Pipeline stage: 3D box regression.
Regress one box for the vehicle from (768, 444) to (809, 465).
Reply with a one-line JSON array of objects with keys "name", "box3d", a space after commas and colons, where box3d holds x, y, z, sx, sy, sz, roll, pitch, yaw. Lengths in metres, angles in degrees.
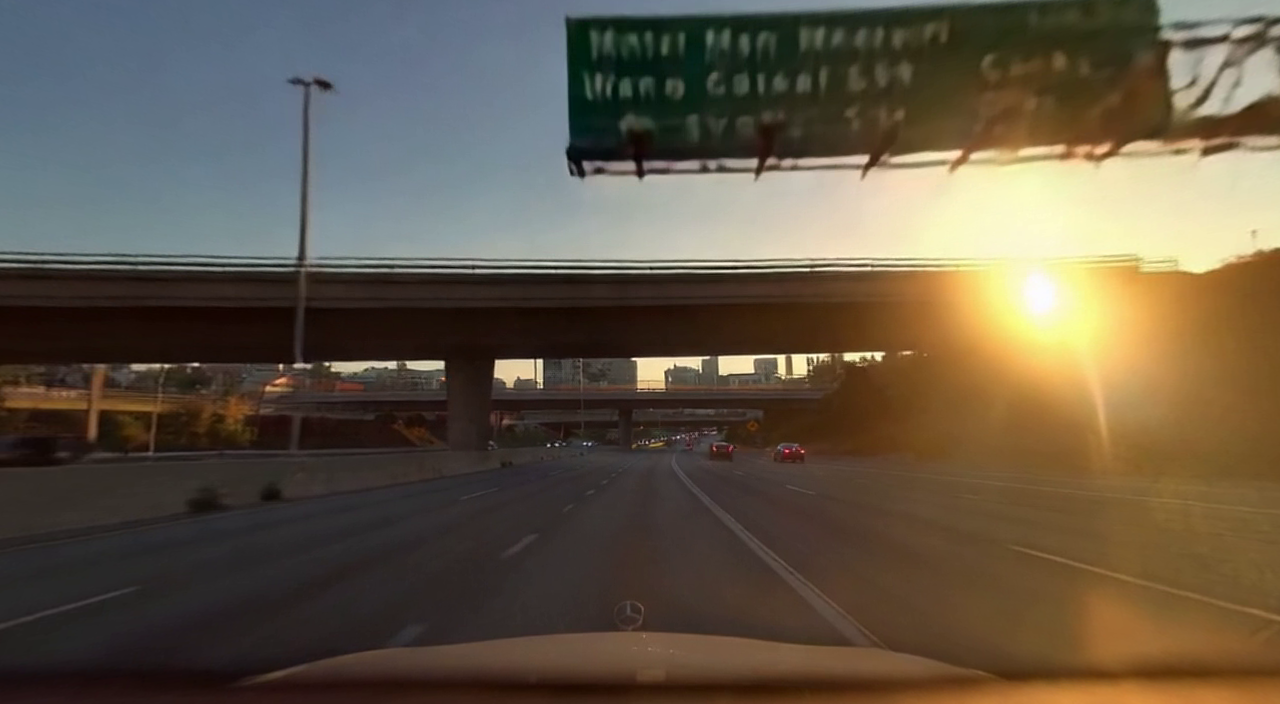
[{"name": "vehicle", "box3d": [11.262, 7.797, 48.073, 2.000, 1.514, 4.585, 0, -9, 0]}]
